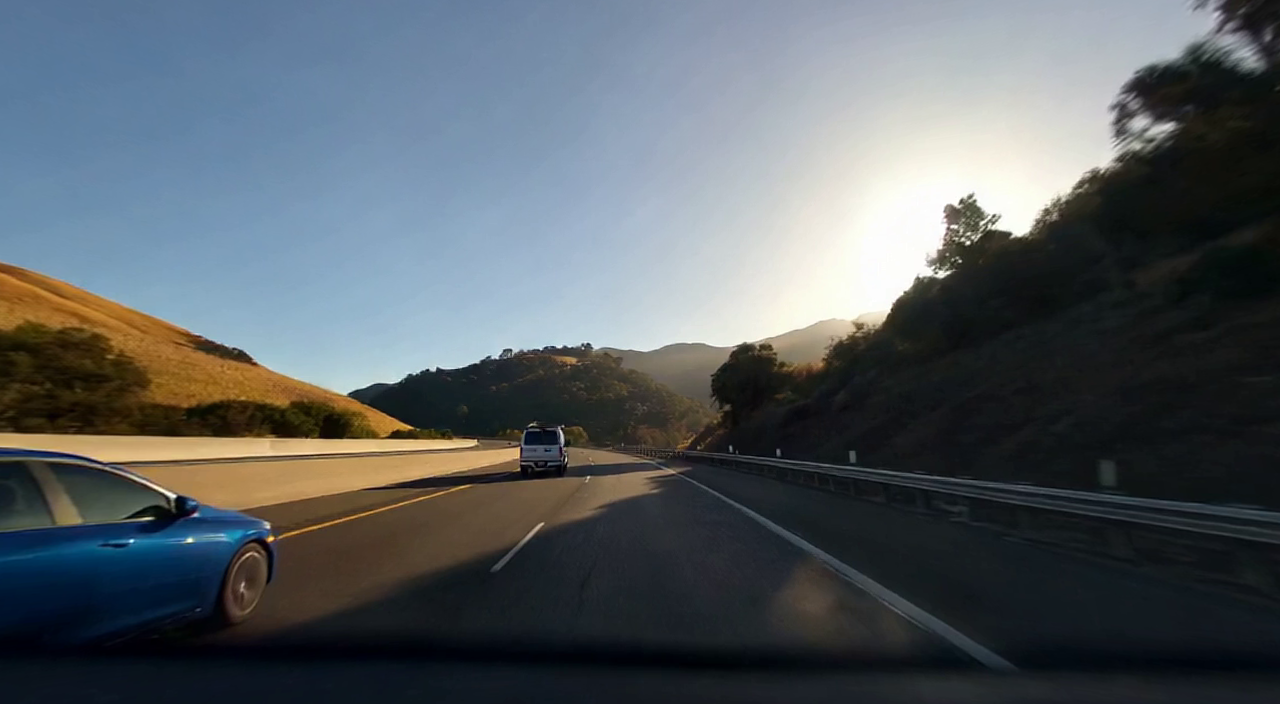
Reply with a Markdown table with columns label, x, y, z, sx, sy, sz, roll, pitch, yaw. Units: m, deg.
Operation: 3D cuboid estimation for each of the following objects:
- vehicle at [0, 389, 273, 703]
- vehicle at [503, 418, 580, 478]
| label | x | y | z | sx | sy | sz | roll | pitch | yaw |
| --- | --- | --- | --- | --- | --- | --- | --- | --- | --- |
| vehicle | -4.021 | 0.898 | 2.671 | 2.097 | 1.511 | 4.585 | 0 | -8 | 1 |
| vehicle | -3.948 | 4.001 | 26.383 | 2.444 | 2.204 | 5.568 | 0 | -8 | -1 |
